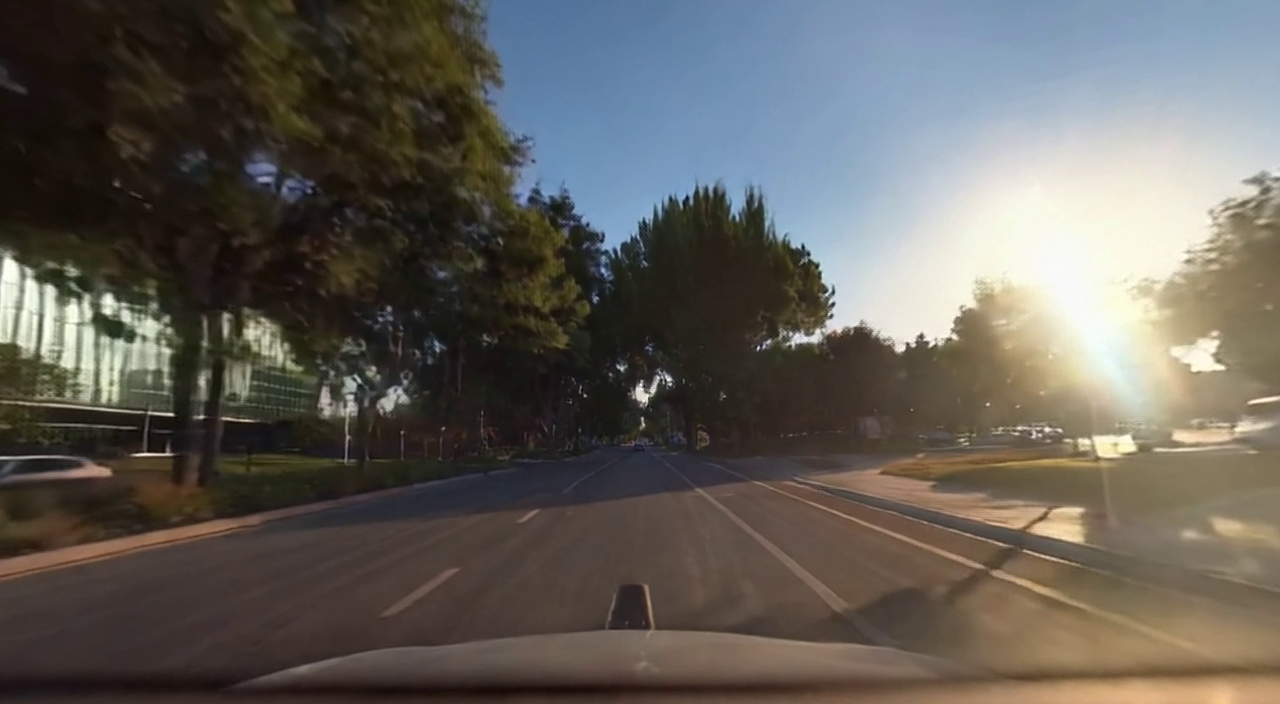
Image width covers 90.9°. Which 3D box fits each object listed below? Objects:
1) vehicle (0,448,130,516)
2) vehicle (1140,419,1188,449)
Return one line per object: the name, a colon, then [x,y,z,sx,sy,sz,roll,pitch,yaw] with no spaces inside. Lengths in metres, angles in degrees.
vehicle: [-15.706,3.191,15.733,1.982,1.504,4.683,0,-8,1]
vehicle: [32.466,5.117,39.141,1.940,1.727,4.262,-6,-10,36]
